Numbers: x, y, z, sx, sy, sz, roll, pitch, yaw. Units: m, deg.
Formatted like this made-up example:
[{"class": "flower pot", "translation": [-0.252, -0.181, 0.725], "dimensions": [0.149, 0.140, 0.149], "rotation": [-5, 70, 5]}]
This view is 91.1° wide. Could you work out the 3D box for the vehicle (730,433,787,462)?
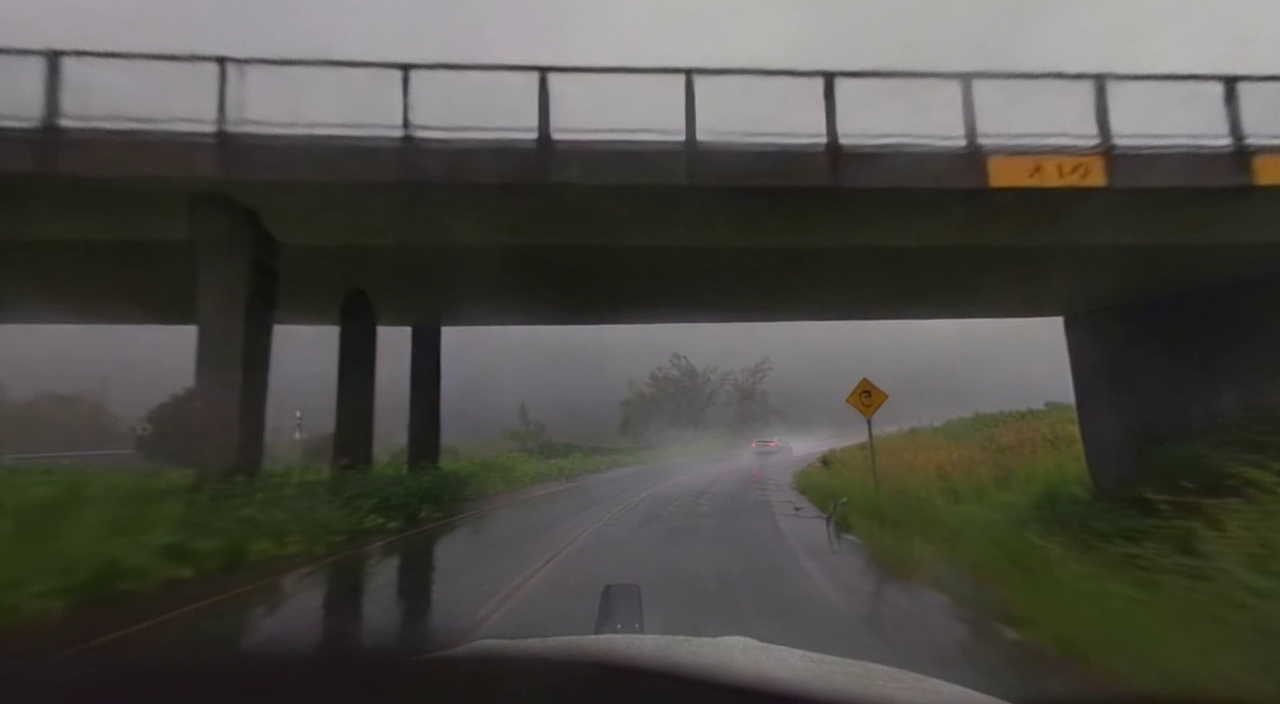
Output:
[{"class": "vehicle", "translation": [6.333, 5.061, 33.365], "dimensions": [1.980, 1.449, 3.650], "rotation": [-5, -10, 26]}]
